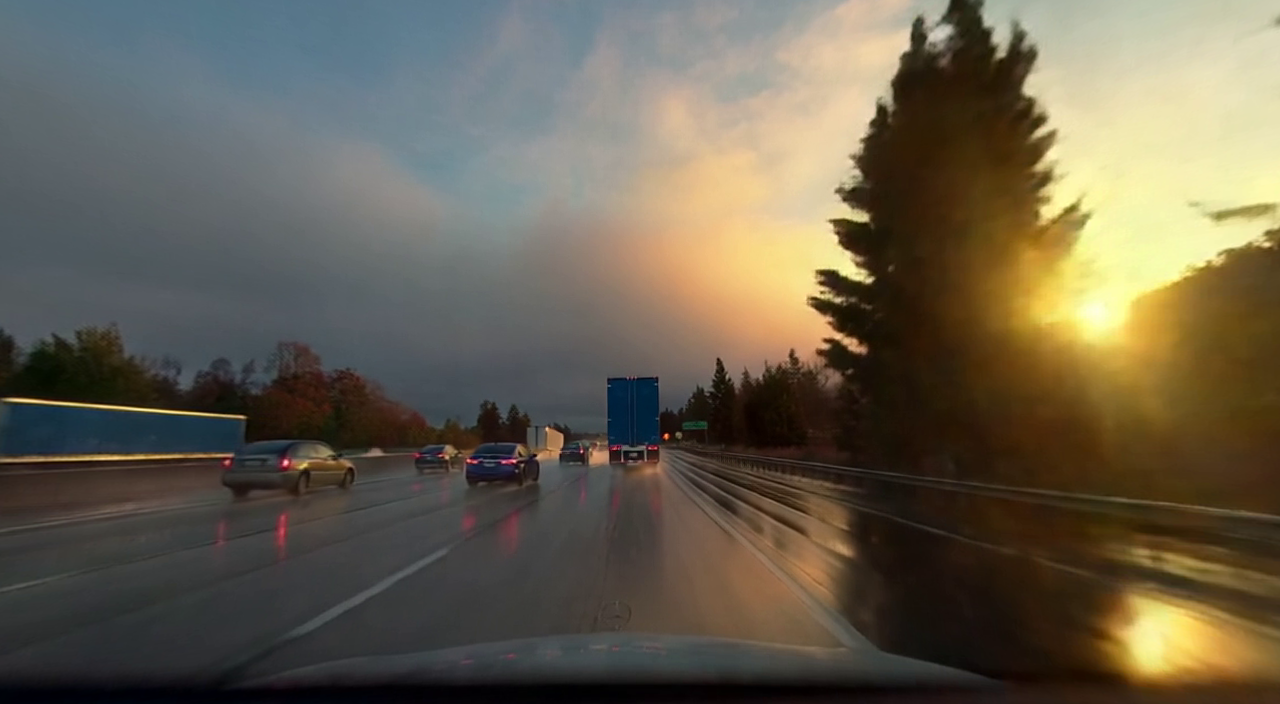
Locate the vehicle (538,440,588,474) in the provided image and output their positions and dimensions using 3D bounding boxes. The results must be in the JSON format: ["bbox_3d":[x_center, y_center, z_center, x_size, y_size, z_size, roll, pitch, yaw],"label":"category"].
[{"bbox_3d":[-4.071,5.594,33.931,2.158,1.680,4.087,-1,-8,1],"label":"vehicle"}]

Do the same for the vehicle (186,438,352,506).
[{"bbox_3d":[-9.784,3.161,17.073,1.952,1.590,4.090,-1,-8,1],"label":"vehicle"}]

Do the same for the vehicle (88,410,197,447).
[{"bbox_3d":[-25.327,3.953,32.307,1.986,1.617,4.546,-3,-8,-1],"label":"vehicle"}]

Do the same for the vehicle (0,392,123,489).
[{"bbox_3d":[-25.373,3.396,24.074,2.852,3.598,9.886,0,-8,-1],"label":"vehicle"}]

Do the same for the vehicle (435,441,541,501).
[{"bbox_3d":[-4.384,3.465,18.831,2.164,1.582,3.979,0,-8,0],"label":"vehicle"}]

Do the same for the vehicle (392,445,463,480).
[{"bbox_3d":[-9.804,5.090,29.402,1.863,1.474,4.278,0,-8,0],"label":"vehicle"}]

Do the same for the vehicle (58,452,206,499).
[{"bbox_3d":[-18.043,4.358,22.673,1.701,1.431,4.405,0,-8,-1],"label":"vehicle"}]

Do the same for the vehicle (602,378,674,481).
[{"bbox_3d":[-0.314,3.884,30.869,2.913,4.113,10.724,0,-8,-2],"label":"vehicle"}]
